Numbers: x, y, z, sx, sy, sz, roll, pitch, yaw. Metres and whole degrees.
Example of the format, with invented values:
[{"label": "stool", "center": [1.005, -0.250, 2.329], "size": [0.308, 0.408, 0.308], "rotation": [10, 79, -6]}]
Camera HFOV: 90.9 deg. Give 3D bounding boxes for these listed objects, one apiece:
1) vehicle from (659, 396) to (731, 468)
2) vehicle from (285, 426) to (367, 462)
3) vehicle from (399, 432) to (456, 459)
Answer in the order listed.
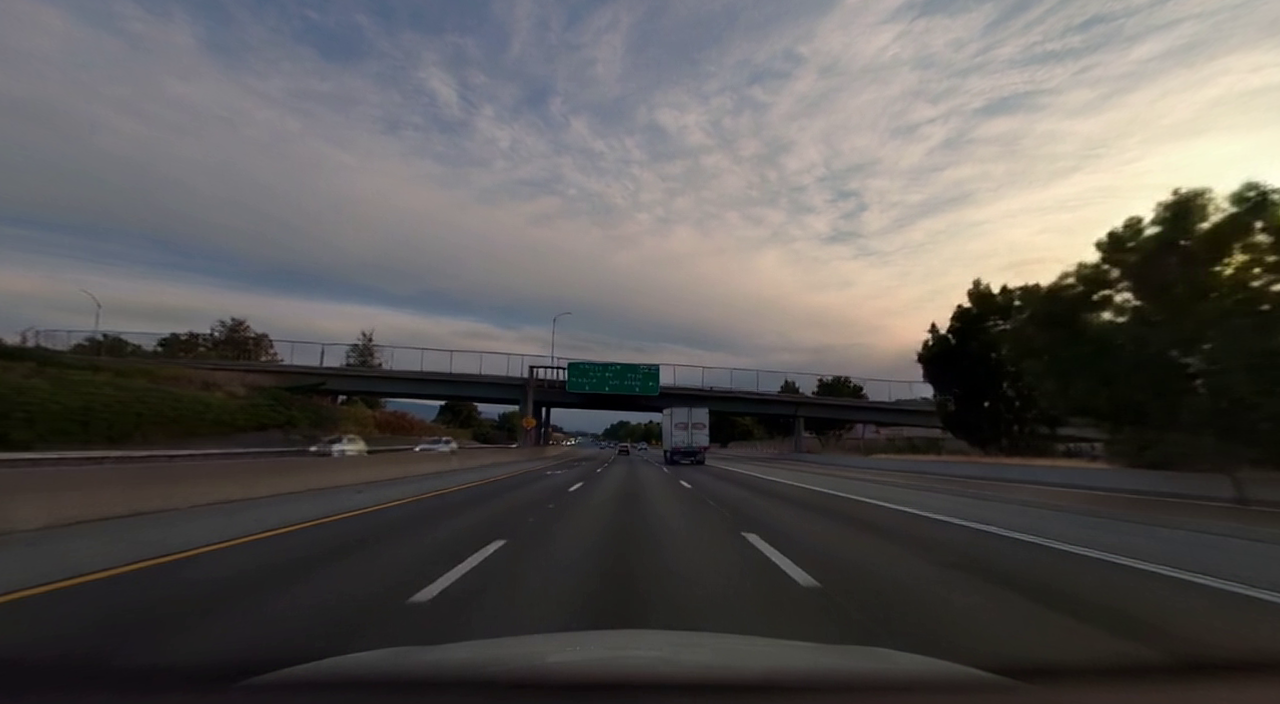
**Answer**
[{"label": "vehicle", "center": [3.485, 5.847, 44.658], "size": [3.323, 4.262, 14.056], "rotation": [1, -9, -2]}, {"label": "vehicle", "center": [-16.133, 4.789, 32.655], "size": [1.983, 1.699, 4.341], "rotation": [0, -9, 0]}, {"label": "vehicle", "center": [-12.703, 5.652, 37.943], "size": [1.887, 1.488, 4.397], "rotation": [0, -9, -1]}]
